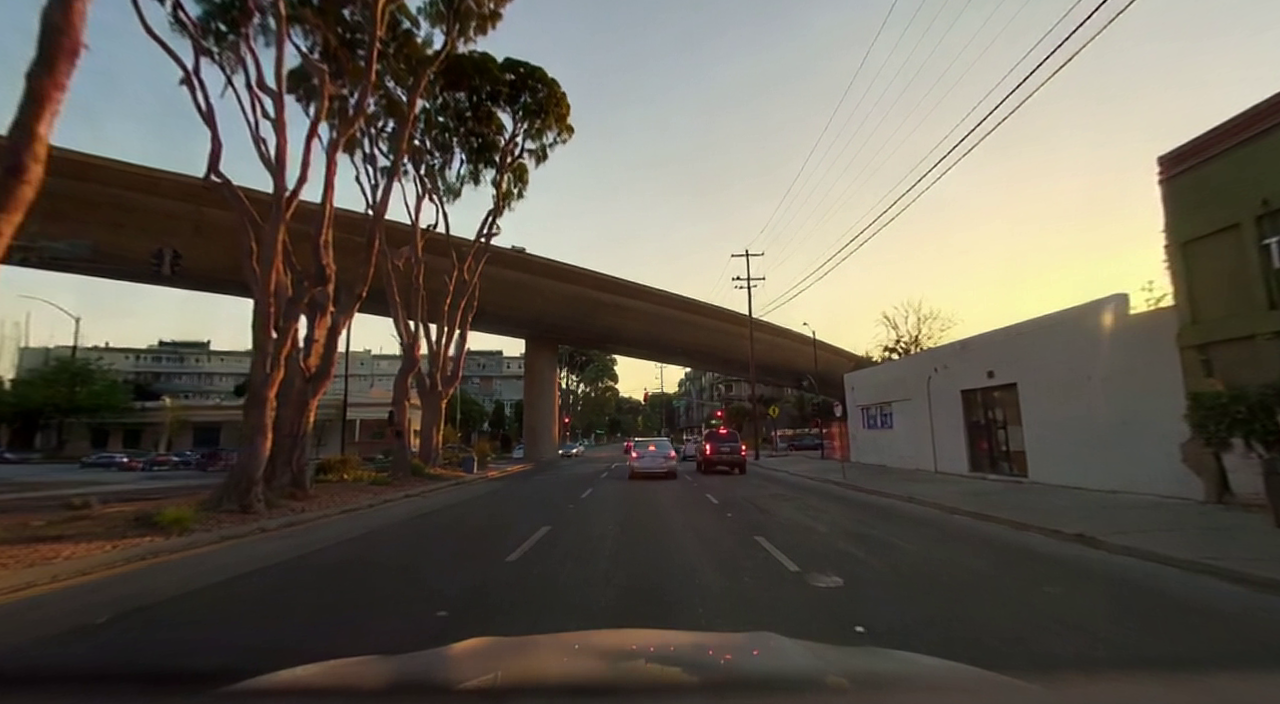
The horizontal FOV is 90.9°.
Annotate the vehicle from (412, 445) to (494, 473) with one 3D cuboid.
[{"bbox_3d":[-11.027,6.310,37.394,1.860,1.543,4.302,-7,-11,38],"label":"vehicle"}]

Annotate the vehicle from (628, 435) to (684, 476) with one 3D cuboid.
[{"bbox_3d":[0.604,4.159,25.576,2.101,1.467,4.210,0,-8,0],"label":"vehicle"}]

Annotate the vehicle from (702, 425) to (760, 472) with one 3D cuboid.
[{"bbox_3d":[4.196,4.533,29.769,2.080,1.999,4.379,0,-8,0],"label":"vehicle"}]

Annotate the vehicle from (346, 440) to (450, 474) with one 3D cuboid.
[{"bbox_3d":[-14.826,6.420,38.984,2.322,1.916,5.640,-6,-10,33],"label":"vehicle"}]

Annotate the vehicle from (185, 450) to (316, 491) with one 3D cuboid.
[{"bbox_3d":[-17.277,5.238,28.226,1.832,1.611,4.546,-5,-10,30],"label":"vehicle"}]

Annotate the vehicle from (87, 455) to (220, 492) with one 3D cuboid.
[{"bbox_3d":[-21.889,5.433,28.554,1.873,1.462,4.283,-5,-10,29],"label":"vehicle"}]
